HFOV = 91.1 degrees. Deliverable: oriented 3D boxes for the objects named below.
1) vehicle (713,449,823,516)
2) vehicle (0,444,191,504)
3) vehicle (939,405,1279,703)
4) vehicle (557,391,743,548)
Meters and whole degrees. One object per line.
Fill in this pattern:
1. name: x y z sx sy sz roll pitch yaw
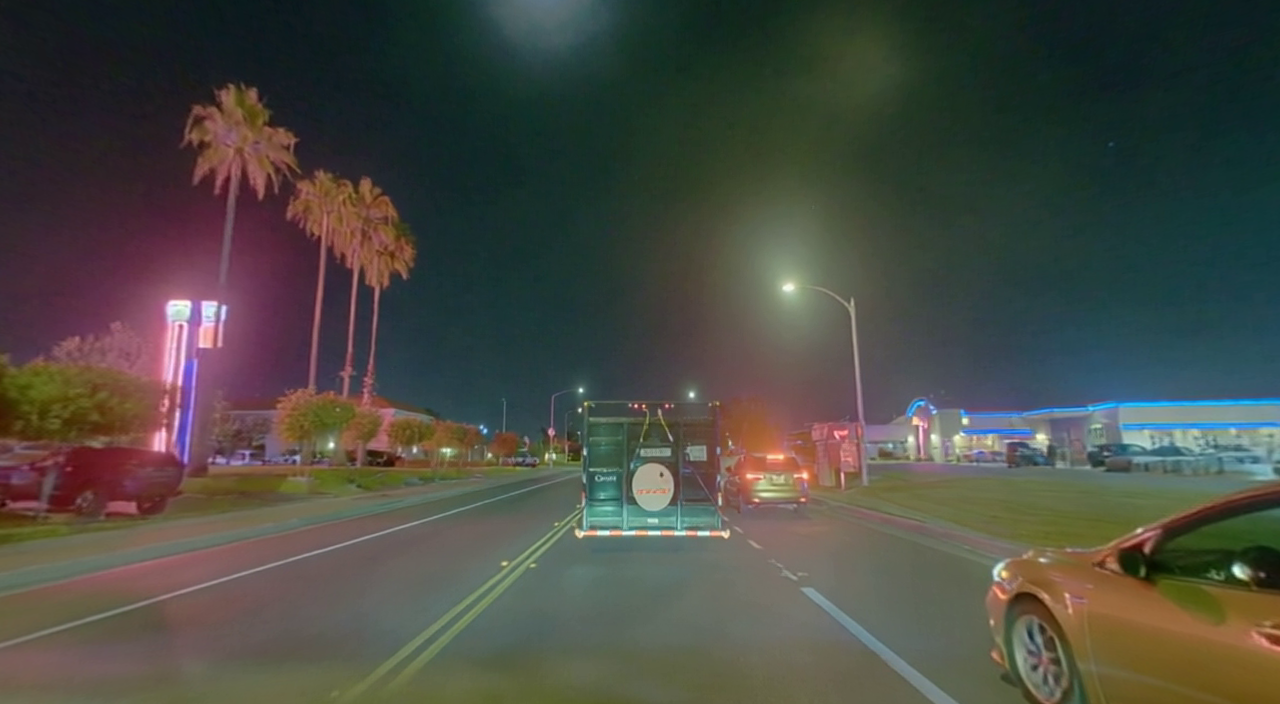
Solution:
1. vehicle: 3.213 3.357 16.683 2.010 1.499 4.107 0 -9 0
2. vehicle: -15.115 3.249 16.918 4.490 1.500 1.875 0 -9 -2
3. vehicle: 3.020 0.867 1.485 2.171 1.520 4.853 0 -9 -1
4. vehicle: 0.180 2.229 12.595 2.728 2.305 6.506 0 -9 1
